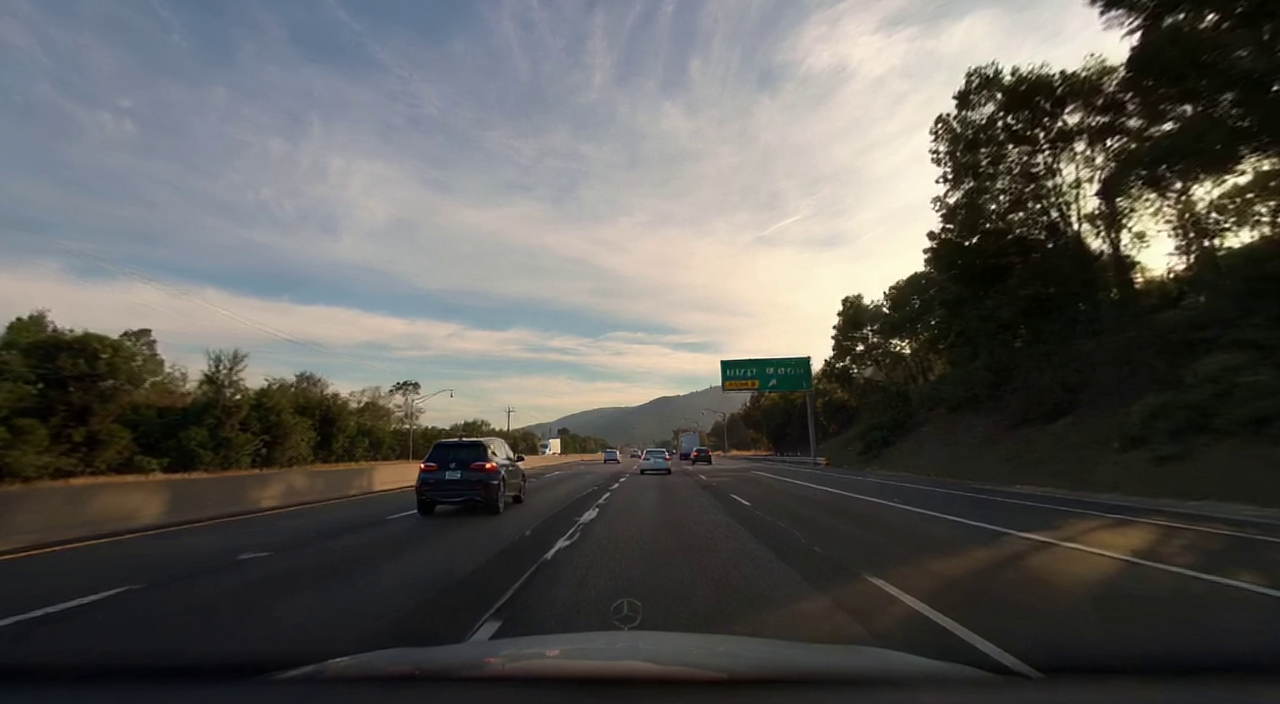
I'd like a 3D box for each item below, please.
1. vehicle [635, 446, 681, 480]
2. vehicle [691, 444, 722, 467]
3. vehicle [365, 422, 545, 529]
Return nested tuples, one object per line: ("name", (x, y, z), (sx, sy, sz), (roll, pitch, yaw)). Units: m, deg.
("vehicle", (0.816, 5.131, 29.353), (2.004, 1.471, 4.032), (0, -9, 1))
("vehicle", (5.150, 8.097, 49.444), (1.975, 1.650, 4.257), (0, -9, 0))
("vehicle", (-3.363, 2.351, 12.538), (2.142, 1.724, 4.344), (0, -9, 1))
